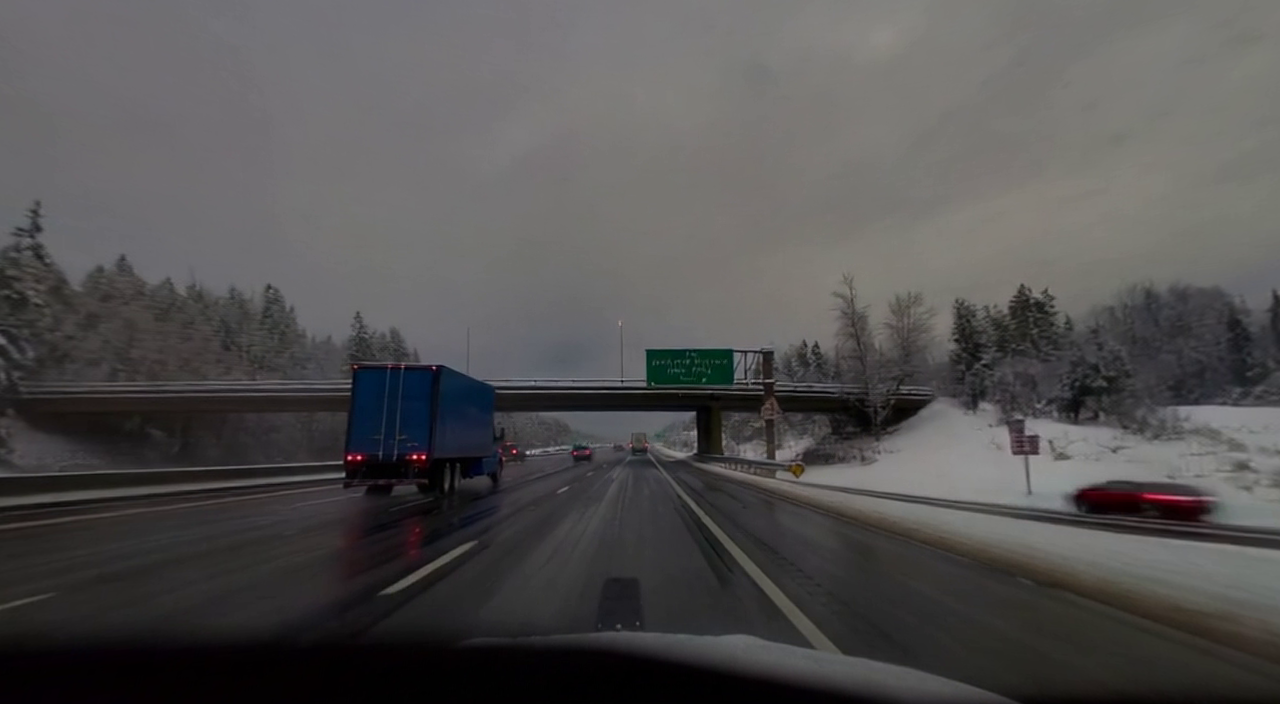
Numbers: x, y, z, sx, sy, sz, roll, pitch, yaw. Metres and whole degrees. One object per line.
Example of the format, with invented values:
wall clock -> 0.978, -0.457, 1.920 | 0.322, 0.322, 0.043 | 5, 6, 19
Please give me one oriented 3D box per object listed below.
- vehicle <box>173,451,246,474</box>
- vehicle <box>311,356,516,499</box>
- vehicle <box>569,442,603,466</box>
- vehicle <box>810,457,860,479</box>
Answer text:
vehicle -> -32.265, 8.261, 47.413 | 1.979, 1.628, 4.951 | 0, -9, 0
vehicle -> -7.143, 2.808, 22.267 | 3.303, 3.868, 10.298 | 0, -9, 1
vehicle -> -4.016, 7.699, 47.571 | 2.094, 1.695, 4.260 | 0, -9, 1
vehicle -> 14.338, 8.537, 46.572 | 1.993, 1.466, 4.310 | 1, -9, -6
